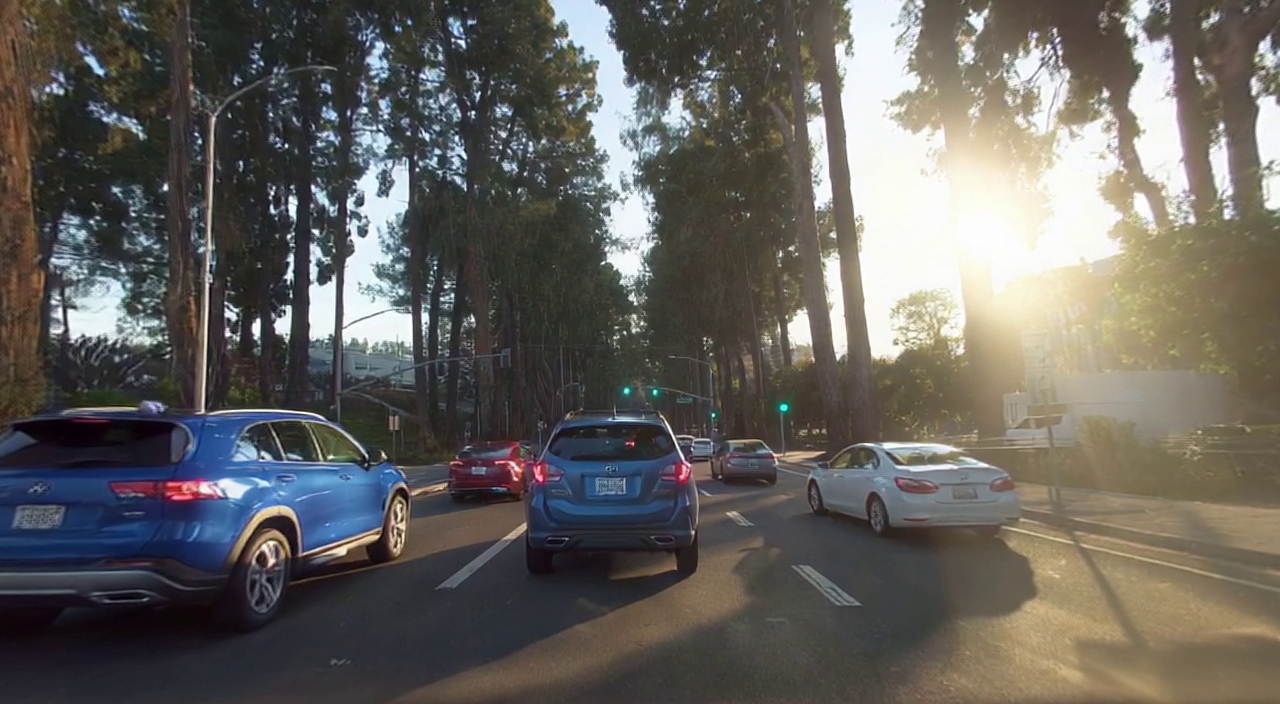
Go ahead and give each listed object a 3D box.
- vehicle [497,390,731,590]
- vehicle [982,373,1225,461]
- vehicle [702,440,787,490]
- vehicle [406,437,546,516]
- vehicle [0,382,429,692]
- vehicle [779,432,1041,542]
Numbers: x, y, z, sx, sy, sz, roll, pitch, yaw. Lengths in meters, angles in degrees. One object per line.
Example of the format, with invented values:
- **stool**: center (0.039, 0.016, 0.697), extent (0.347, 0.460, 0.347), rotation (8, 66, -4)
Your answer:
- **vehicle**: center (-0.223, 1.594, 8.087), extent (2.132, 1.816, 4.471), rotation (0, -8, 1)
- **vehicle**: center (17.875, 2.565, 24.670), extent (7.314, 3.230, 2.680), rotation (0, -8, -2)
- **vehicle**: center (3.287, 3.650, 20.734), extent (1.996, 1.443, 4.270), rotation (0, -8, -1)
- **vehicle**: center (-3.455, 2.688, 14.182), extent (1.897, 1.479, 4.204), rotation (0, -8, 2)
- **vehicle**: center (-3.705, 1.338, 5.706), extent (2.039, 1.709, 4.265), rotation (0, -8, 1)
- **vehicle**: center (4.283, 2.195, 11.067), extent (2.036, 1.480, 4.659), rotation (1, -9, -8)
